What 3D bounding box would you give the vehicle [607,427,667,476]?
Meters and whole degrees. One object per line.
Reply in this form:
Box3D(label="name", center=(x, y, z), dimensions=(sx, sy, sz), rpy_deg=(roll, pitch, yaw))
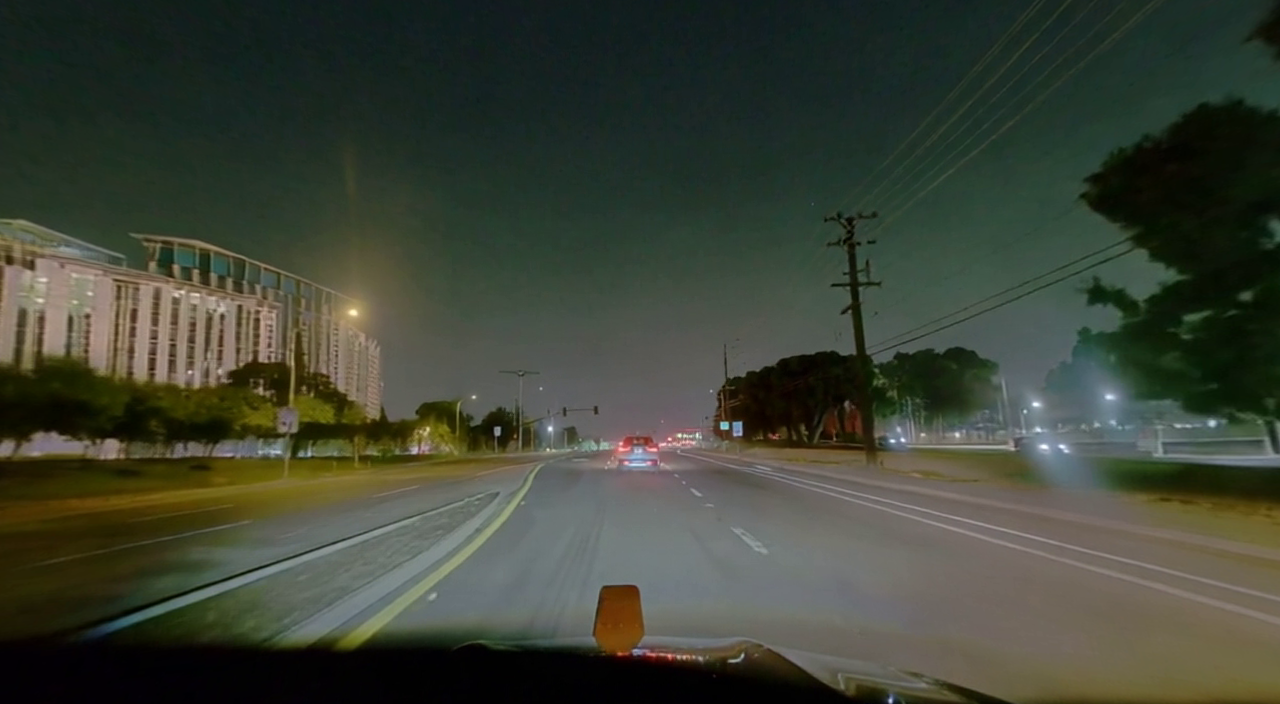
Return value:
Box3D(label="vehicle", center=(-0.112, 3.928, 25.109), dimensions=(2.189, 1.776, 4.342), rpy_deg=(0, -9, 0))
